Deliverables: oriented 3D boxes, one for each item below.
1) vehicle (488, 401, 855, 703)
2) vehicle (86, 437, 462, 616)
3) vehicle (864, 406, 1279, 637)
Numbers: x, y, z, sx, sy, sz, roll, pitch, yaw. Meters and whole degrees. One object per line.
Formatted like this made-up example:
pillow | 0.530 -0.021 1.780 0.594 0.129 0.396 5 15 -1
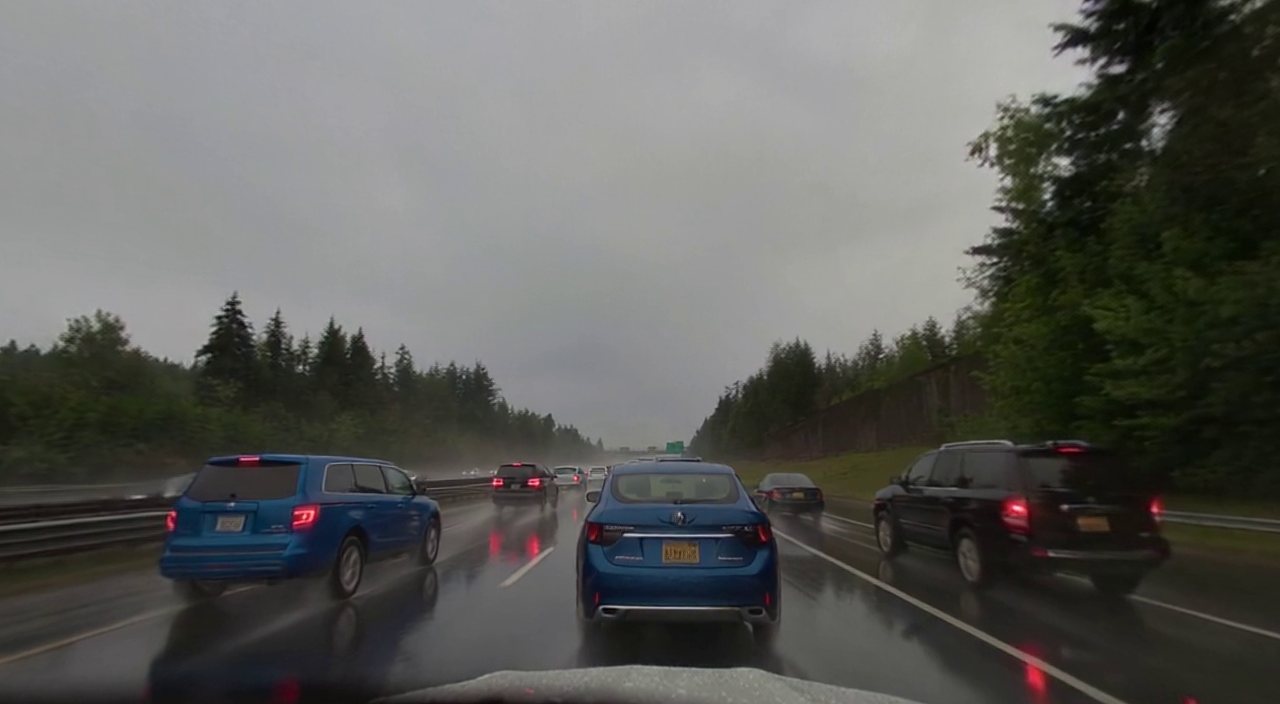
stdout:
vehicle | 0.161 1.537 5.713 2.057 1.725 4.126 1 -11 -1
vehicle | -3.894 1.956 7.829 1.994 1.556 4.263 0 -11 1
vehicle | 4.459 1.804 7.450 1.984 1.876 4.287 1 -11 0
